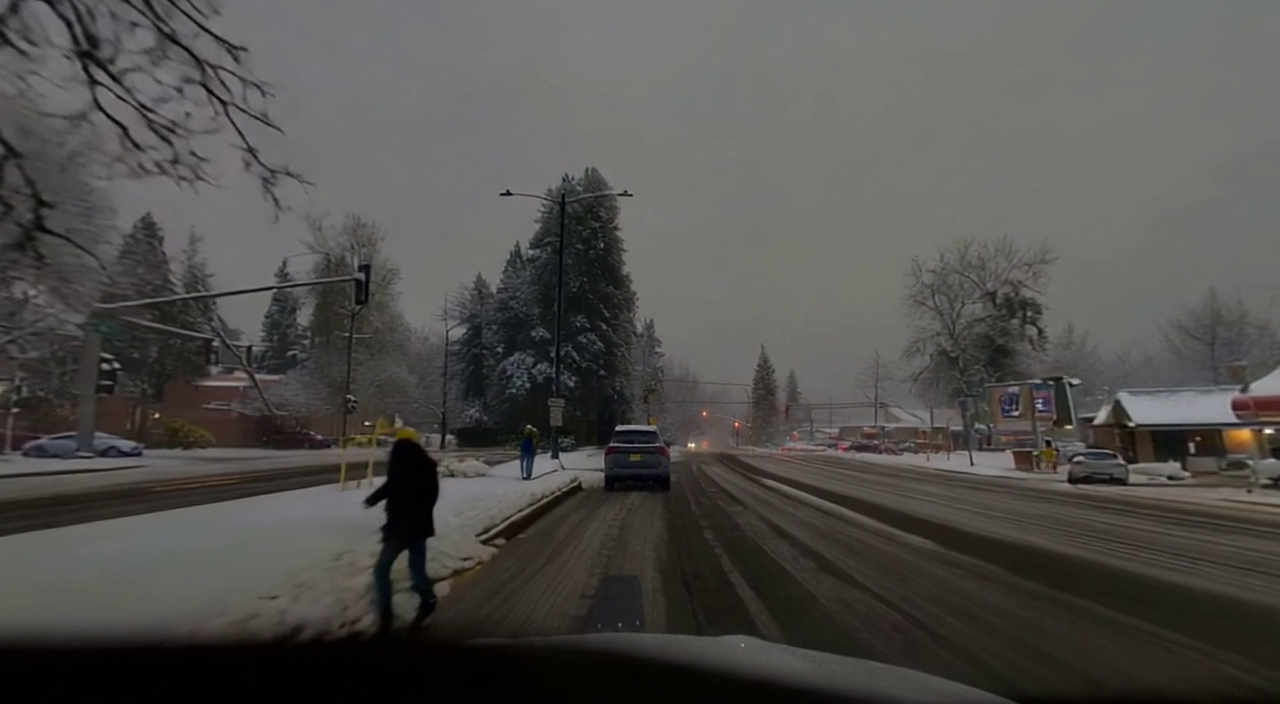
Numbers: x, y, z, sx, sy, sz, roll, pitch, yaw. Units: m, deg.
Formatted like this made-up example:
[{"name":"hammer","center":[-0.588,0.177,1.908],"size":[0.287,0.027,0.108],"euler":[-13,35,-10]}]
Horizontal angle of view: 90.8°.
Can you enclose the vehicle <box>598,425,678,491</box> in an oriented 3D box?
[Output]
[{"name":"vehicle","center":[-0.068,3.025,18.289],"size":[2.055,1.655,4.204],"euler":[0,-9,0]}]

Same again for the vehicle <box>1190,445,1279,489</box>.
[{"name":"vehicle","center":[24.190,4.397,24.339],"size":[4.331,1.604,1.858],"euler":[1,-9,-5]}]

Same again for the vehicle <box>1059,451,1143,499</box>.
[{"name":"vehicle","center":[16.312,4.268,22.479],"size":[2.099,1.464,4.615],"euler":[-6,-10,35]}]

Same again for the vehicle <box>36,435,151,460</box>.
[{"name":"vehicle","center":[-32.512,5.694,37.722],"size":[4.749,1.463,1.871],"euler":[2,-9,-11]}]
